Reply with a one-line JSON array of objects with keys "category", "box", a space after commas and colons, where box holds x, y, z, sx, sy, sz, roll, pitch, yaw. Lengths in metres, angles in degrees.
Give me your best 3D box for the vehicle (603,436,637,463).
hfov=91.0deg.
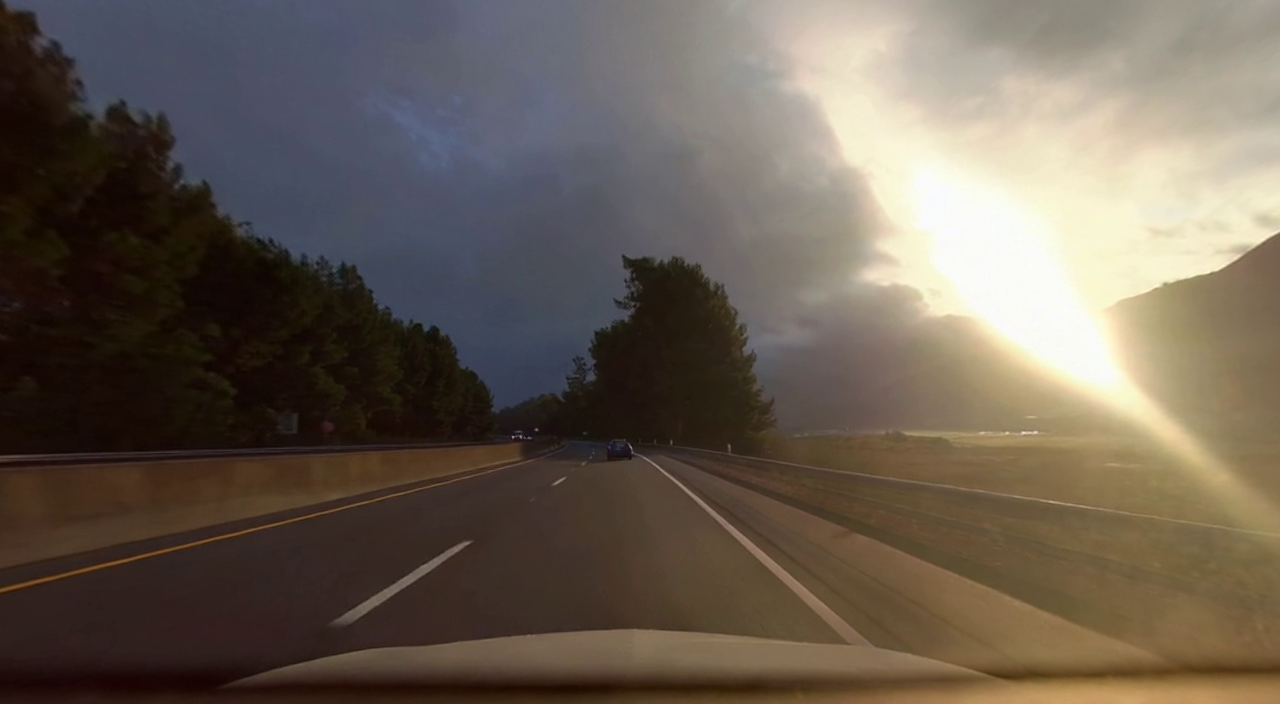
[{"category": "vehicle", "box": [-1.234, 5.986, 38.913, 2.004, 1.515, 3.968, 0, -8, -2]}]
